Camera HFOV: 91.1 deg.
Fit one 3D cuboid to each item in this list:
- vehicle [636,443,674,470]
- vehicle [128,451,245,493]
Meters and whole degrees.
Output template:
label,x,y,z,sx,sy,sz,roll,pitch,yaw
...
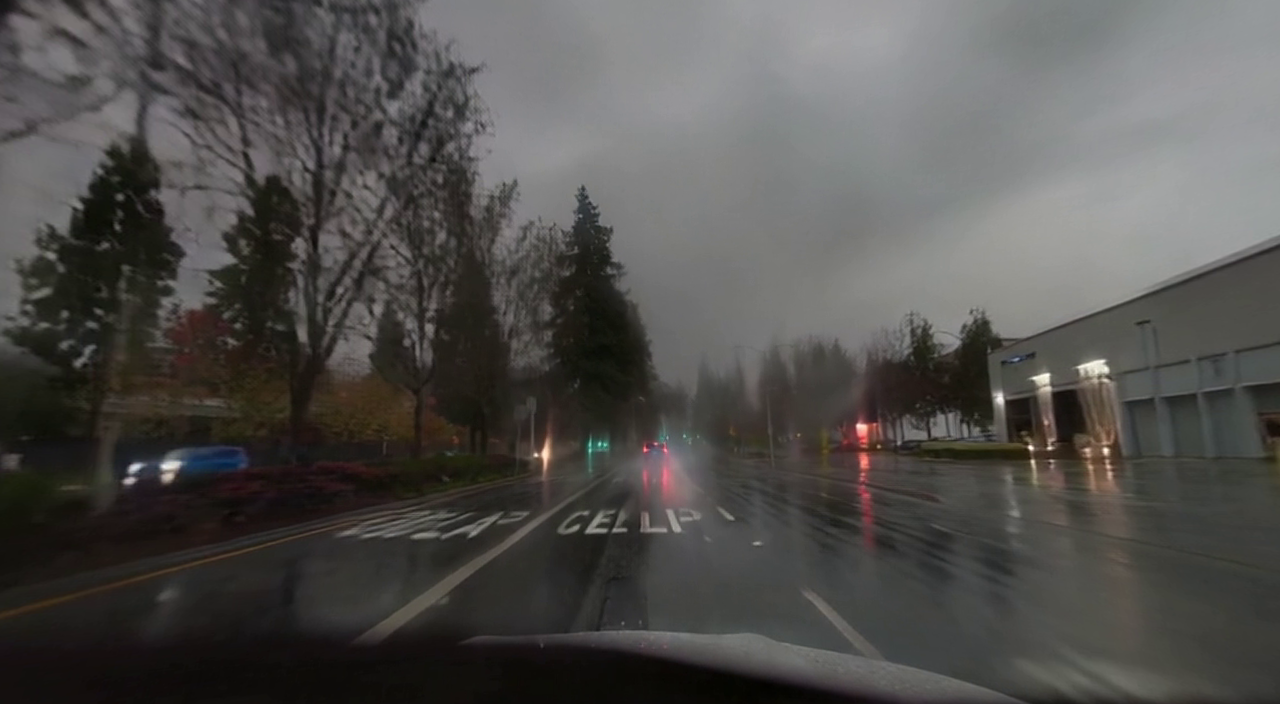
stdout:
label,x,y,z,sx,sy,sz,roll,pitch,yaw
vehicle,0.900,6.202,37.535,2.144,1.505,4.128,0,-9,1
vehicle,-20.232,5.324,28.290,1.904,1.677,4.415,0,-9,1
